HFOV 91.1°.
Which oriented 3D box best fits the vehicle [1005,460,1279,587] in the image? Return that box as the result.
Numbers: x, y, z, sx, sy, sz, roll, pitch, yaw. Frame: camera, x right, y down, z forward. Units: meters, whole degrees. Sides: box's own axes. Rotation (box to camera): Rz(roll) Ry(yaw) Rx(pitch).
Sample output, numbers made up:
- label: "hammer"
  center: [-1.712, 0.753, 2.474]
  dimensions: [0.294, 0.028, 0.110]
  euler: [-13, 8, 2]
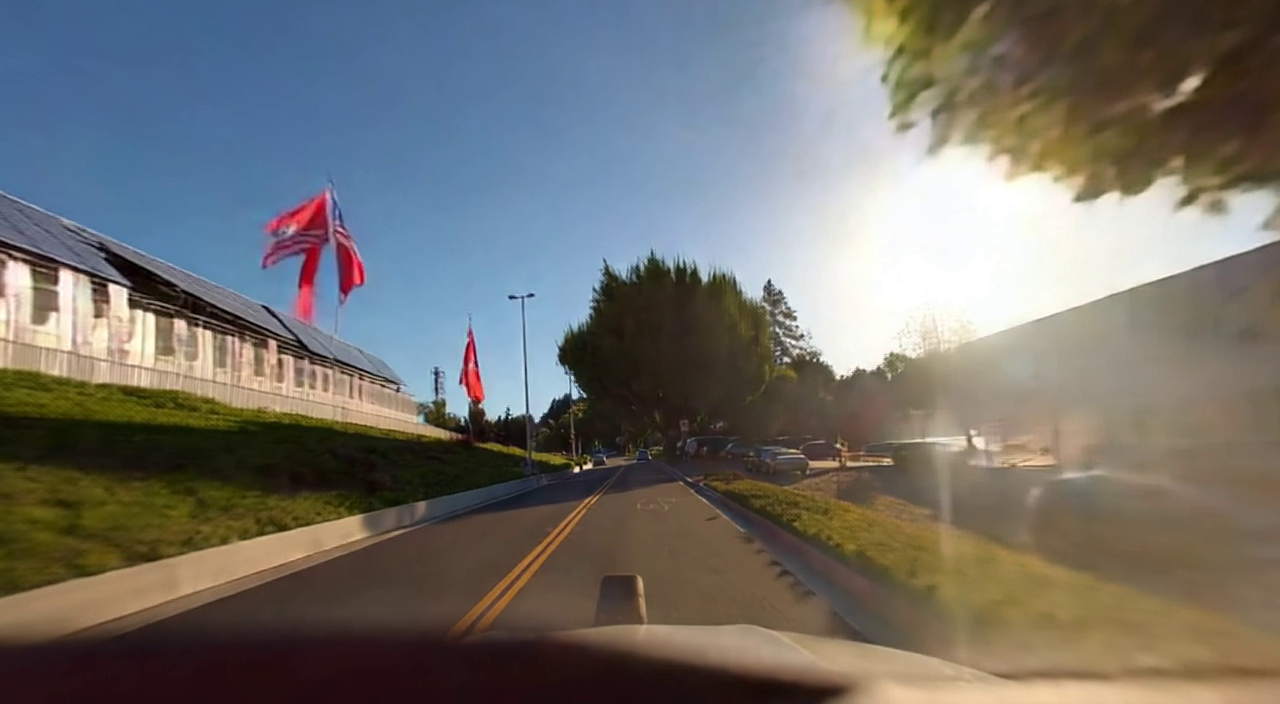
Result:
- label: "vehicle"
  center: [8.044, 2.493, 9.874]
  dimensions: [1.981, 1.471, 3.636]
  euler: [1, -9, -11]

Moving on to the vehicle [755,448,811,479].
- label: "vehicle"
  center: [7.512, 5.857, 33.326]
  dimensions: [1.909, 1.496, 4.079]
  euler: [-1, -9, -1]

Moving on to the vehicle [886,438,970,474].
- label: "vehicle"
  center: [14.603, 5.288, 32.196]
  dimensions: [1.947, 1.657, 4.314]
  euler: [0, -9, -5]

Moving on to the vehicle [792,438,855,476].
- label: "vehicle"
  center: [10.184, 5.854, 35.287]
  dimensions: [2.113, 1.945, 4.546]
  euler: [-1, -9, 0]
